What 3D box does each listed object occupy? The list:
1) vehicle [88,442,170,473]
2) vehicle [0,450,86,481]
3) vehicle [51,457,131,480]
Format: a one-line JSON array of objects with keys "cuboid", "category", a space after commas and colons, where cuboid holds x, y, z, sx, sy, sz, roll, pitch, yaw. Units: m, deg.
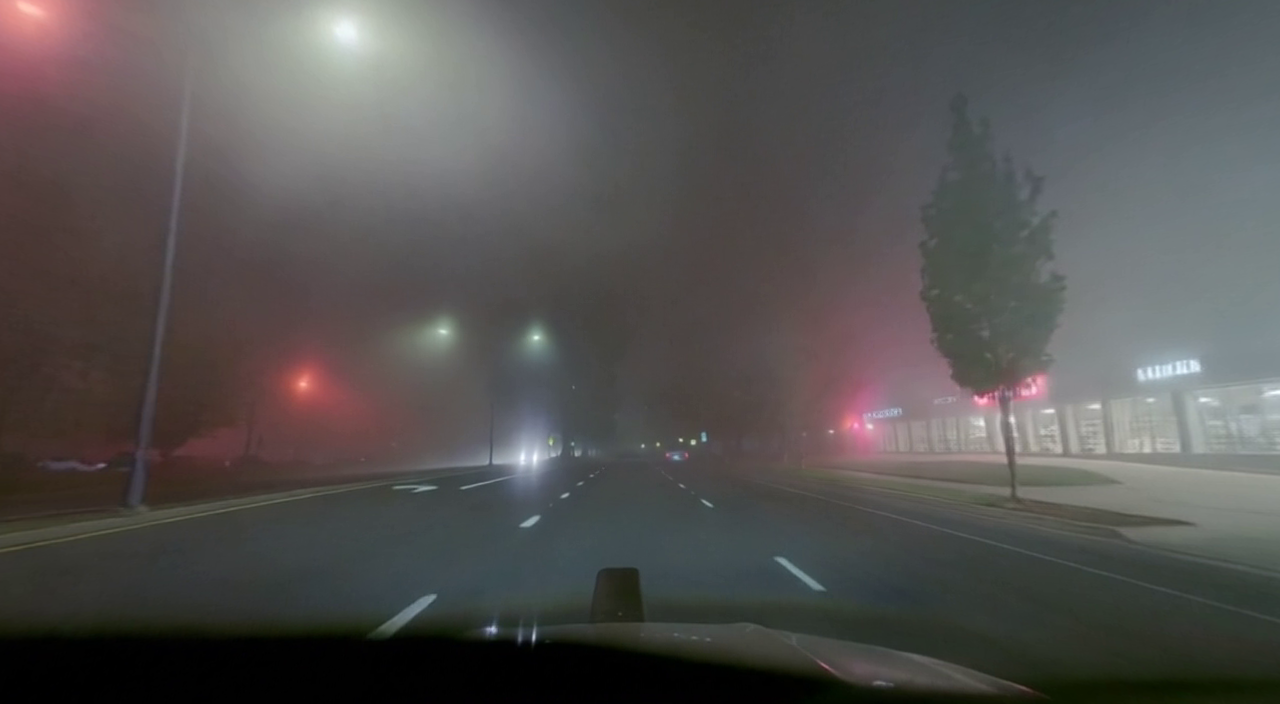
[{"cuboid": [-33.230, 6.852, 40.996, 3.825, 1.489, 1.778, -7, -7, -2], "category": "vehicle"}, {"cuboid": [-32.783, 5.986, 33.294, 4.736, 1.573, 2.176, 0, -8, -2], "category": "vehicle"}, {"cuboid": [-33.576, 7.124, 38.545, 3.332, 1.339, 1.610, 0, -8, -2], "category": "vehicle"}]
